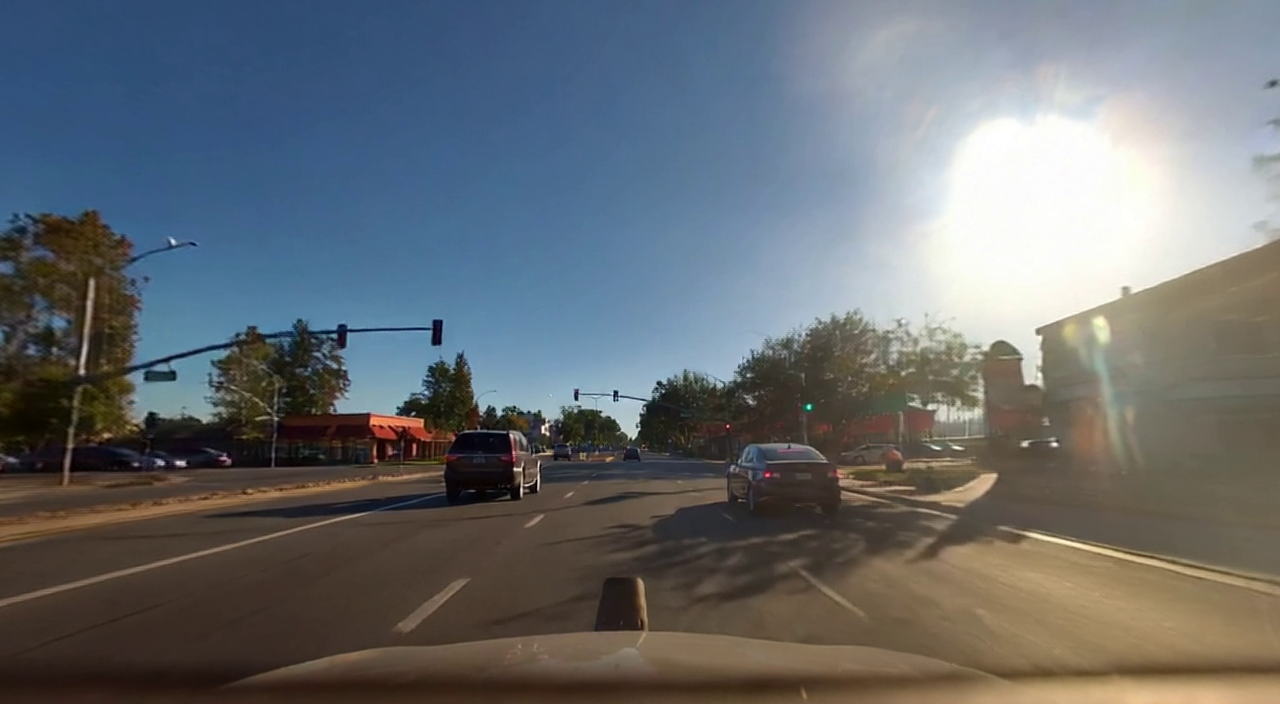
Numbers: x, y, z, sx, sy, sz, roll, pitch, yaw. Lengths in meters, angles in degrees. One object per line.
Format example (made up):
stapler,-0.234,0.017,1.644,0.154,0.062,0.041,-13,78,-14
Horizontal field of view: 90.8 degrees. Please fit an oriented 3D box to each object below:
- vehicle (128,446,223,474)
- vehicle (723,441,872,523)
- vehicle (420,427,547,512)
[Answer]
vehicle,-36.541,8.493,49.801,5.569,2.088,2.426,0,-9,0
vehicle,3.248,2.776,14.163,1.975,1.502,4.787,0,-9,-2
vehicle,-3.718,2.878,15.964,1.997,1.806,4.500,0,-9,1
